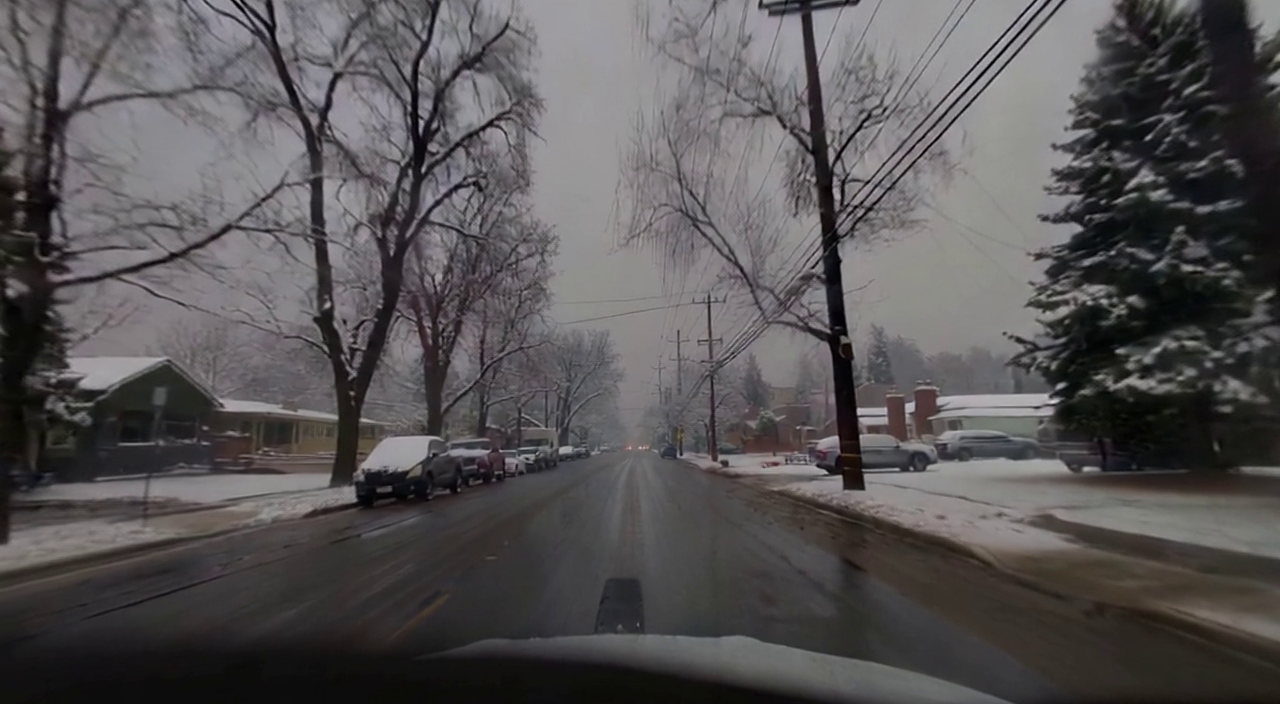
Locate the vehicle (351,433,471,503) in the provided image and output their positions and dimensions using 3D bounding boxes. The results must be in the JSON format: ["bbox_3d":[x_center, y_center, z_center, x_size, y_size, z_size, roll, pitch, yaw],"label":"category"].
[{"bbox_3d":[-6.727,3.459,19.173,1.922,1.801,4.516,-1,-9,1],"label":"vehicle"}]

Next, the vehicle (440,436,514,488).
[{"bbox_3d":[-6.525,4.476,25.845,1.941,1.832,4.666,-1,-10,-1],"label":"vehicle"}]

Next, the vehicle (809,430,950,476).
[{"bbox_3d":[9.779,4.154,26.092,4.979,1.769,1.943,0,-8,-1],"label":"vehicle"}]

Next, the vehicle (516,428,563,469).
[{"bbox_3d":[-7.091,6.912,45.087,2.439,2.724,5.647,0,-9,0],"label":"vehicle"}]

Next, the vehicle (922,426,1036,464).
[{"bbox_3d":[19.054,5.279,35.694,5.215,1.910,2.031,-1,-10,-3],"label":"vehicle"}]
